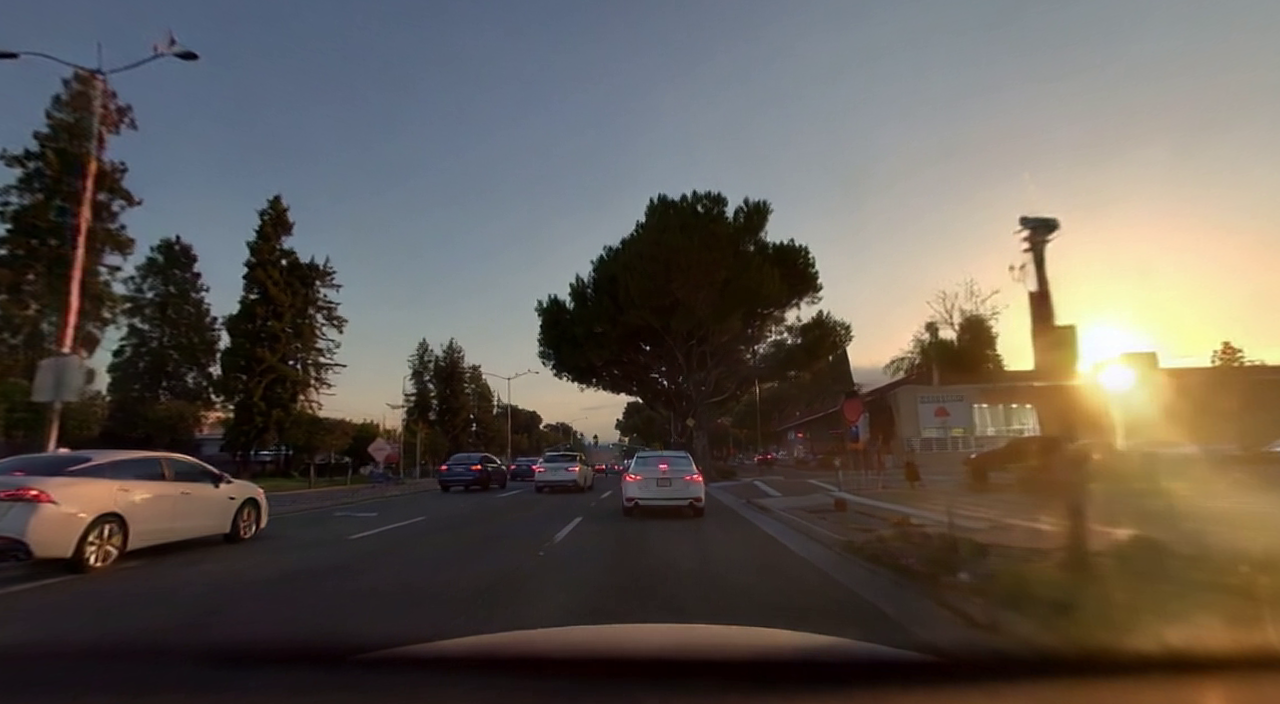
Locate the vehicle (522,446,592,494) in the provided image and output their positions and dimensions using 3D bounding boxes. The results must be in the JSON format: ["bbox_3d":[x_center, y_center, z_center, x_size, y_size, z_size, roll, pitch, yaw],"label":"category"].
[{"bbox_3d":[-3.221,4.668,25.332,2.055,1.725,4.732,0,-9,1],"label":"vehicle"}]

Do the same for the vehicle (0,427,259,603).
[{"bbox_3d":[-7.062,1.826,7.766,1.968,1.657,4.230,0,-9,1],"label":"vehicle"}]

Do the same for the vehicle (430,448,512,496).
[{"bbox_3d":[-6.827,4.862,25.981,2.032,1.767,4.549,0,-9,1],"label":"vehicle"}]

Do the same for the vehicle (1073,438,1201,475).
[{"bbox_3d":[22.302,4.700,28.331,4.220,1.550,1.935,-9,-13,43],"label":"vehicle"}]

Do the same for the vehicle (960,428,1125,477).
[{"bbox_3d":[18.066,4.518,28.524,5.852,1.962,2.323,-8,-11,41],"label":"vehicle"}]

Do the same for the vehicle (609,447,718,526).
[{"bbox_3d":[0.488,2.889,14.111,2.091,1.494,3.962,0,-9,1],"label":"vehicle"}]
